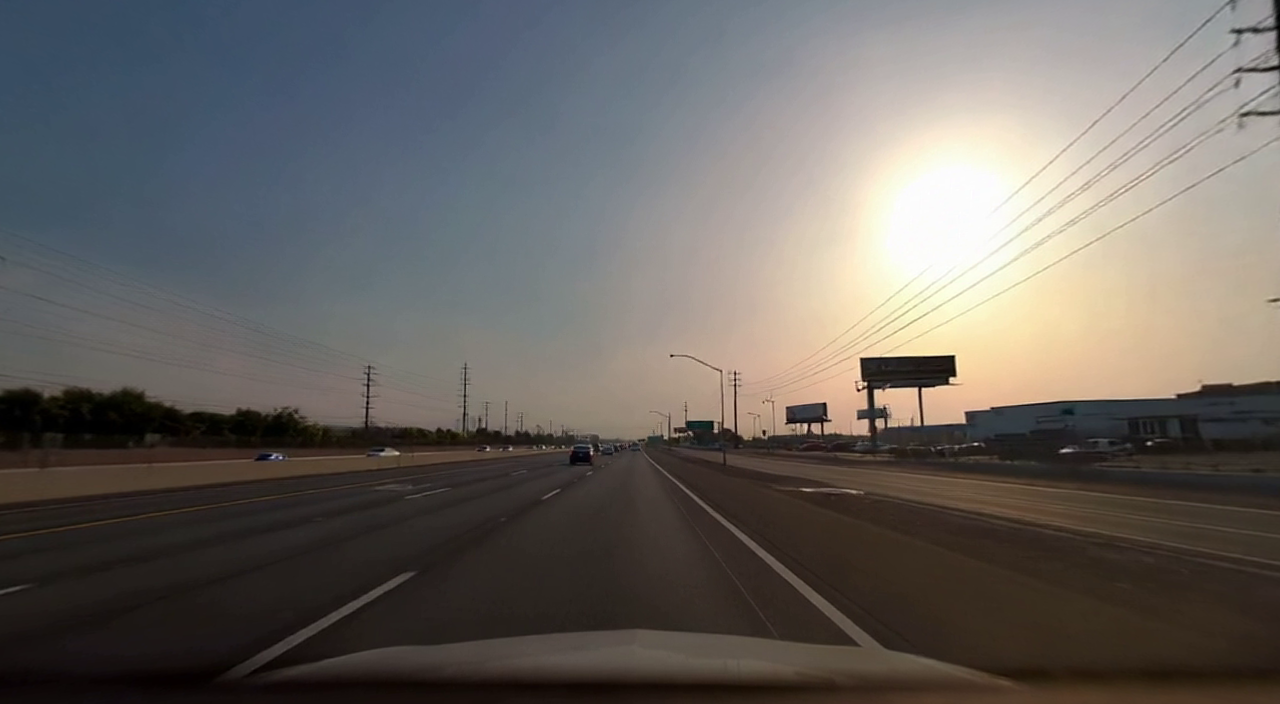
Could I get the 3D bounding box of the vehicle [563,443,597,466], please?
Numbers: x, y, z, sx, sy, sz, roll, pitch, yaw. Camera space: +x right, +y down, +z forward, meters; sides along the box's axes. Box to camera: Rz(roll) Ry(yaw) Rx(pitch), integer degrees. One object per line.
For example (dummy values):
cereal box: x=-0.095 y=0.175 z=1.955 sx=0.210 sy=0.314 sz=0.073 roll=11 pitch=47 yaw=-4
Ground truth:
vehicle: x=-4.219 y=7.271 z=45.018 sx=1.940 sy=1.479 sz=4.545 roll=0 pitch=-9 yaw=0
